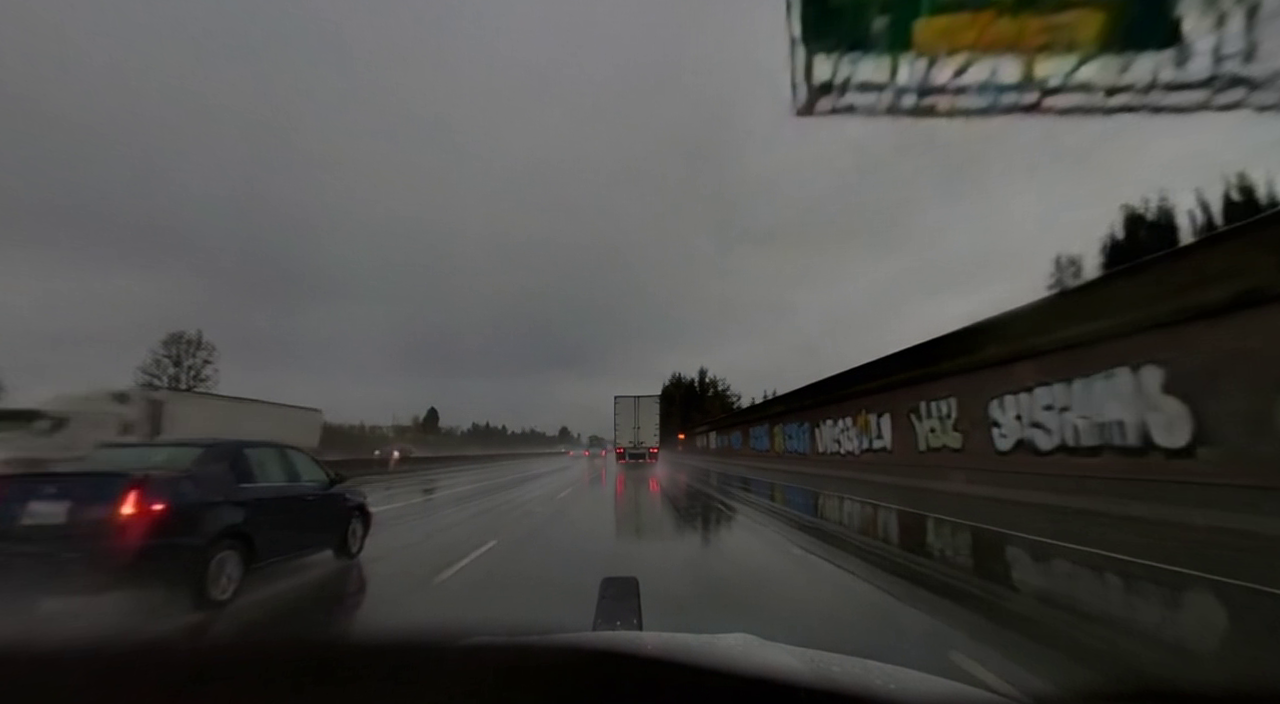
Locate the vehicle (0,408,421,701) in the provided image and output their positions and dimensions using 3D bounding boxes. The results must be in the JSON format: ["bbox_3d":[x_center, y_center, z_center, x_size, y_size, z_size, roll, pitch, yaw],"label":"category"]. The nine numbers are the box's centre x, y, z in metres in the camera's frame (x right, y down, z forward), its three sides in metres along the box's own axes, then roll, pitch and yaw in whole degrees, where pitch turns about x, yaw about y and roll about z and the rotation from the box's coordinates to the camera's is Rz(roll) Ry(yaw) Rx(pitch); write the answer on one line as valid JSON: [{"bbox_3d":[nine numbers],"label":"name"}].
[{"bbox_3d":[-3.713,1.392,5.410,2.158,1.538,4.047,0,-9,0],"label":"vehicle"}]

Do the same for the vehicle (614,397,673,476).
[{"bbox_3d":[-0.002,5.147,37.635,3.042,4.023,10.832,0,-9,-2],"label":"vehicle"}]
